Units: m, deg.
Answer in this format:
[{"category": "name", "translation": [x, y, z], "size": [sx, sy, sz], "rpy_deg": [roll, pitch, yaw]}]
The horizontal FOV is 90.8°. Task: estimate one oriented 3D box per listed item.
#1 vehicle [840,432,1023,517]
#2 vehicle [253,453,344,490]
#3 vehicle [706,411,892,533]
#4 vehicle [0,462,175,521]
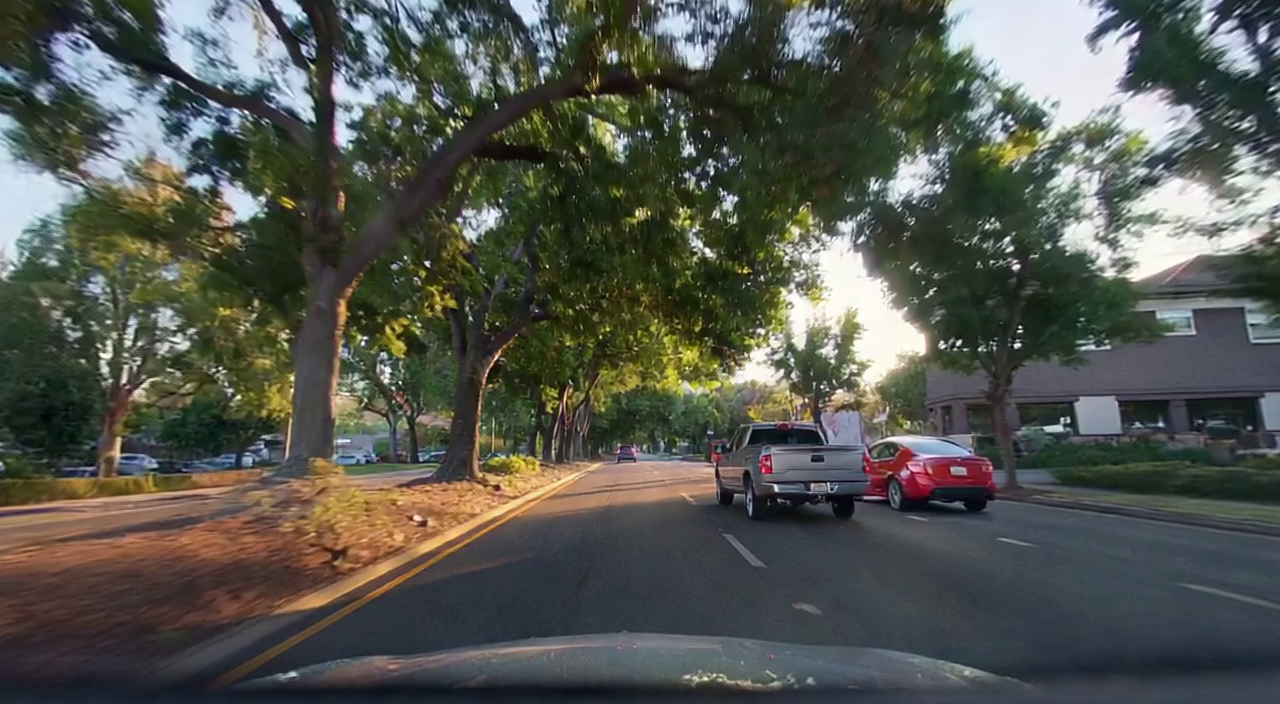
[{"category": "vehicle", "translation": [6.251, 2.654, 14.231], "size": [1.993, 1.604, 4.260], "rpy_deg": [0, -8, -1]}, {"category": "vehicle", "translation": [-17.482, 6.099, 32.612], "size": [2.133, 1.724, 4.642], "rpy_deg": [0, -9, -1]}, {"category": "vehicle", "translation": [2.683, 2.210, 12.247], "size": [2.138, 1.836, 5.245], "rpy_deg": [0, -8, -1]}, {"category": "vehicle", "translation": [-17.067, 4.213, 19.533], "size": [1.960, 1.461, 4.495], "rpy_deg": [0, -8, 0]}]
